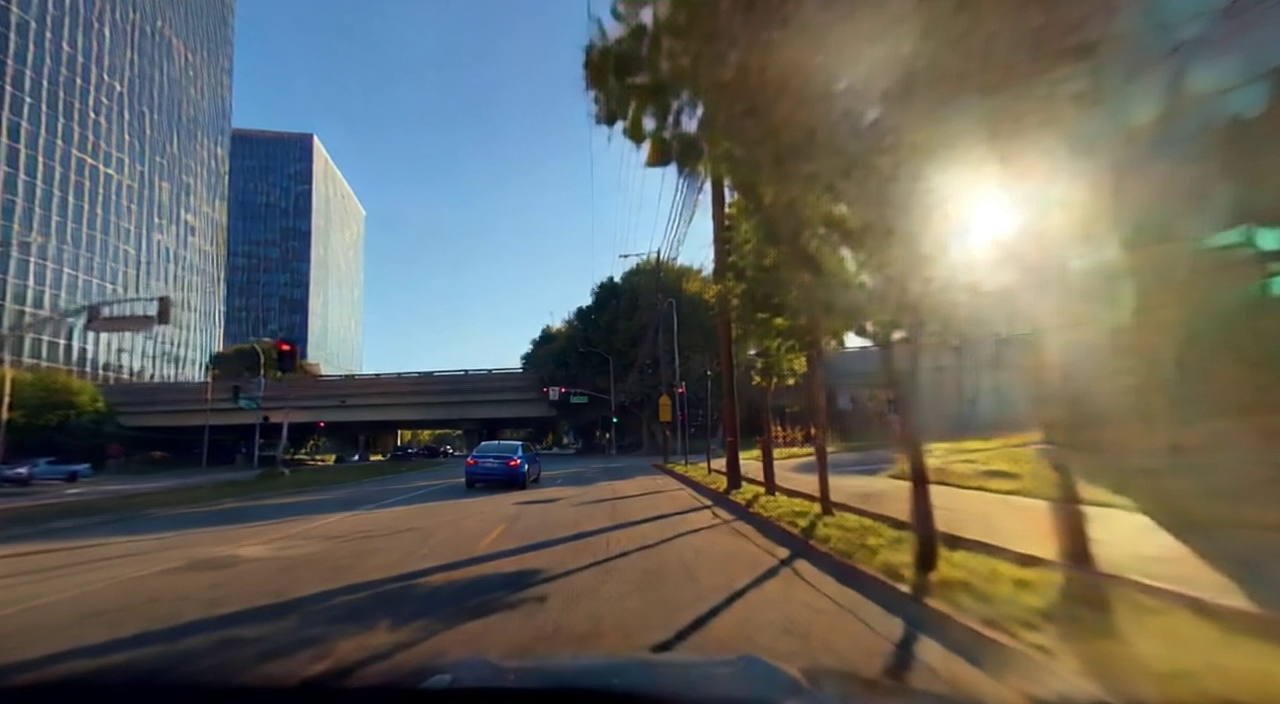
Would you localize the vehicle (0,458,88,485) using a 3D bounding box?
[{"bbox_3d":[-36.606,7.159,37.943,4.708,1.466,2.085,1,-9,-8],"label":"vehicle"}]

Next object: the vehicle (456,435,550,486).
[{"bbox_3d":[-4.325,3.507,20.783,2.154,1.465,4.532,0,-8,-1],"label":"vehicle"}]
